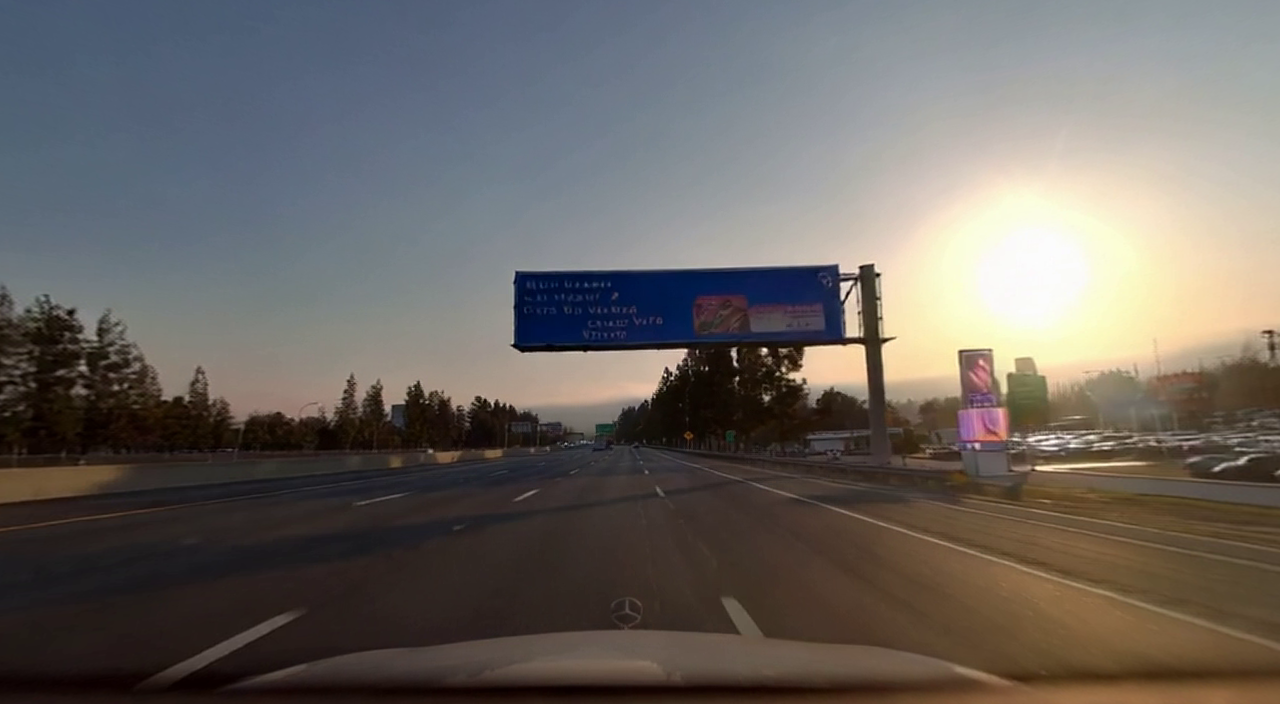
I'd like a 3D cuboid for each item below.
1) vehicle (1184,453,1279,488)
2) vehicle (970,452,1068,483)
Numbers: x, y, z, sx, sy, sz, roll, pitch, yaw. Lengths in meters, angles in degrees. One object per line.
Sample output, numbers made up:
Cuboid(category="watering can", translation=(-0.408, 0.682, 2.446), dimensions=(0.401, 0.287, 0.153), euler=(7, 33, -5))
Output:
Cuboid(category="vehicle", translation=(33.659, 6.556, 34.961), dimensions=(4.896, 1.808, 2.225), euler=(1, -8, -2))
Cuboid(category="vehicle", translation=(27.303, 8.315, 45.533), dimensions=(5.531, 1.855, 2.208), euler=(-3, -8, -1))
